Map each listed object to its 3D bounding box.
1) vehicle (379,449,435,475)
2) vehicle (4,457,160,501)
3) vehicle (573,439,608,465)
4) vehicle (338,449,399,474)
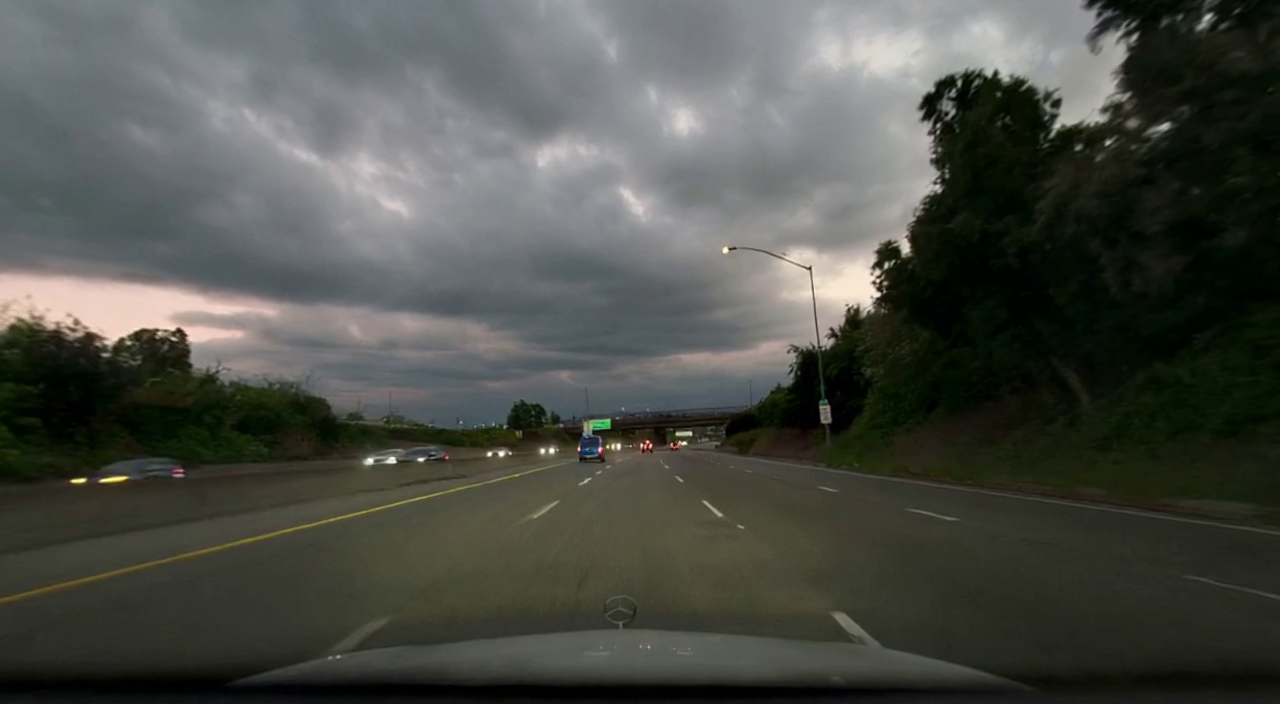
[{"bbox_3d":[-13.655,6.454,37.234,1.778,1.420,3.595,0,-8,2],"label":"vehicle"},{"bbox_3d":[-21.801,4.939,24.990,1.825,1.456,4.658,0,-8,2],"label":"vehicle"},{"bbox_3d":[-3.459,7.105,45.002,2.031,1.704,4.435,0,-8,2],"label":"vehicle"},{"bbox_3d":[-17.630,7.112,41.295,1.879,1.478,4.518,0,-8,2],"label":"vehicle"}]
